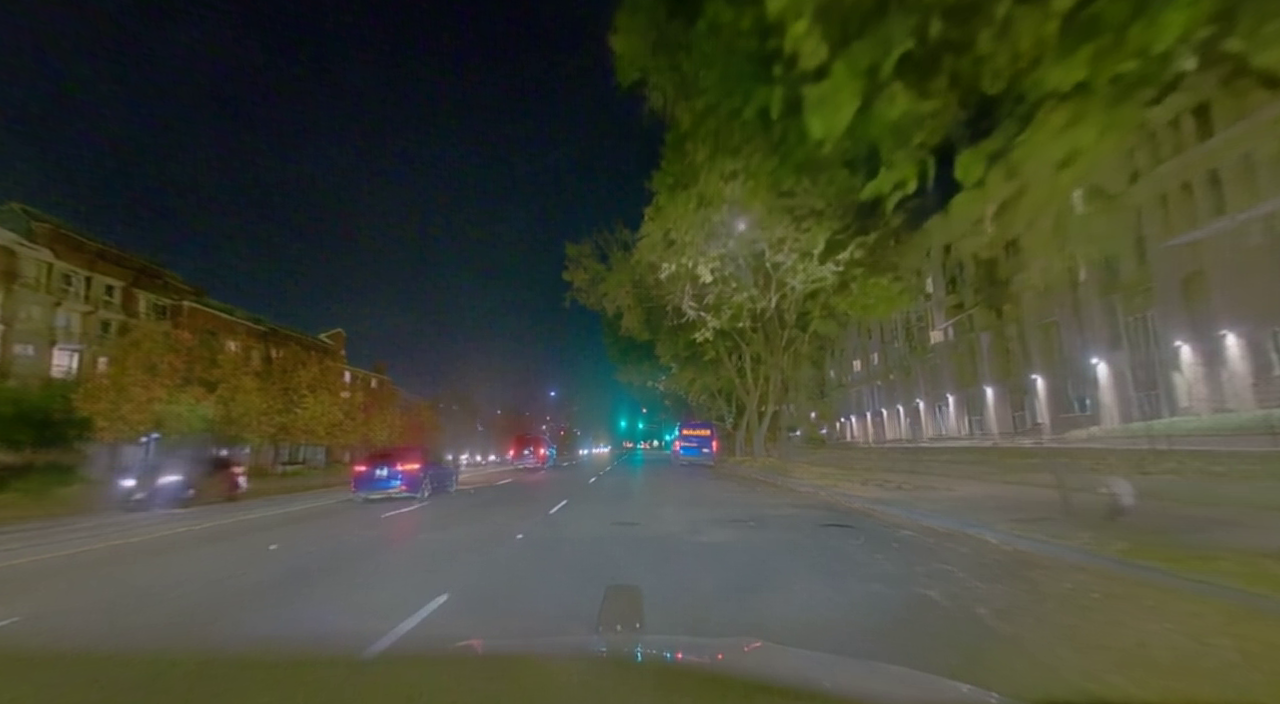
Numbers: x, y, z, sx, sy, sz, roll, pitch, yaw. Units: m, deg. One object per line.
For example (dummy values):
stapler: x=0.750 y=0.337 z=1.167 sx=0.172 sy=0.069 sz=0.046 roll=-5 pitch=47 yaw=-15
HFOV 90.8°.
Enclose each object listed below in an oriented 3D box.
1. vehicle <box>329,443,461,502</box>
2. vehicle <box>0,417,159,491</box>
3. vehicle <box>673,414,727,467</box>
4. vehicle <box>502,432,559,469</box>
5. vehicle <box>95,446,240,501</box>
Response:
vehicle: x=-6.809 y=3.370 z=18.160 sx=1.970 sy=1.456 sz=4.441 roll=0 pitch=-9 yaw=1
vehicle: x=-34.246 y=6.150 z=38.360 sx=2.781 sy=3.955 sz=8.836 roll=-1 pitch=-9 yaw=2
vehicle: x=3.567 y=5.439 z=38.643 sx=2.791 sy=3.026 sz=4.668 roll=0 pitch=-9 yaw=0
vehicle: x=-6.556 y=6.012 z=38.536 sx=2.332 sy=2.039 sz=5.678 roll=0 pitch=-9 yaw=1
vehicle: x=-18.132 y=4.626 z=24.598 sx=2.010 sy=1.888 sz=4.622 roll=0 pitch=-9 yaw=1
